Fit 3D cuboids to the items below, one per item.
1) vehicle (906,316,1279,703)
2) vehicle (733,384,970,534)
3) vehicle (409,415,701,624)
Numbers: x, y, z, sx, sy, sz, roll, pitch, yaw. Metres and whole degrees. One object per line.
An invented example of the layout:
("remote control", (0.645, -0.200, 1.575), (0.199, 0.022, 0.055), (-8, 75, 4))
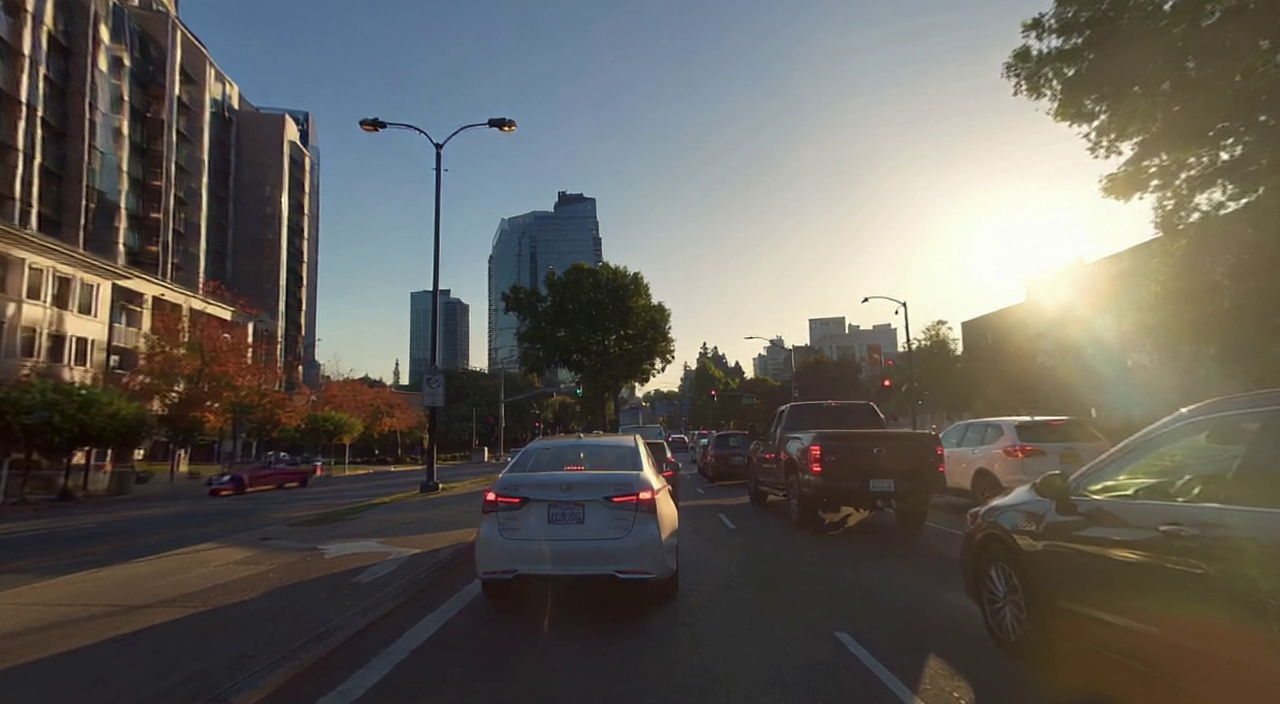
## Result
("vehicle", (3.158, 0.829, 2.621), (2.024, 1.723, 4.714), (0, -9, 0))
("vehicle", (3.532, 2.001, 12.190), (2.497, 2.186, 5.890), (0, -9, 0))
("vehicle", (-0.593, 1.569, 6.877), (2.172, 1.536, 4.250), (0, -9, 1))
